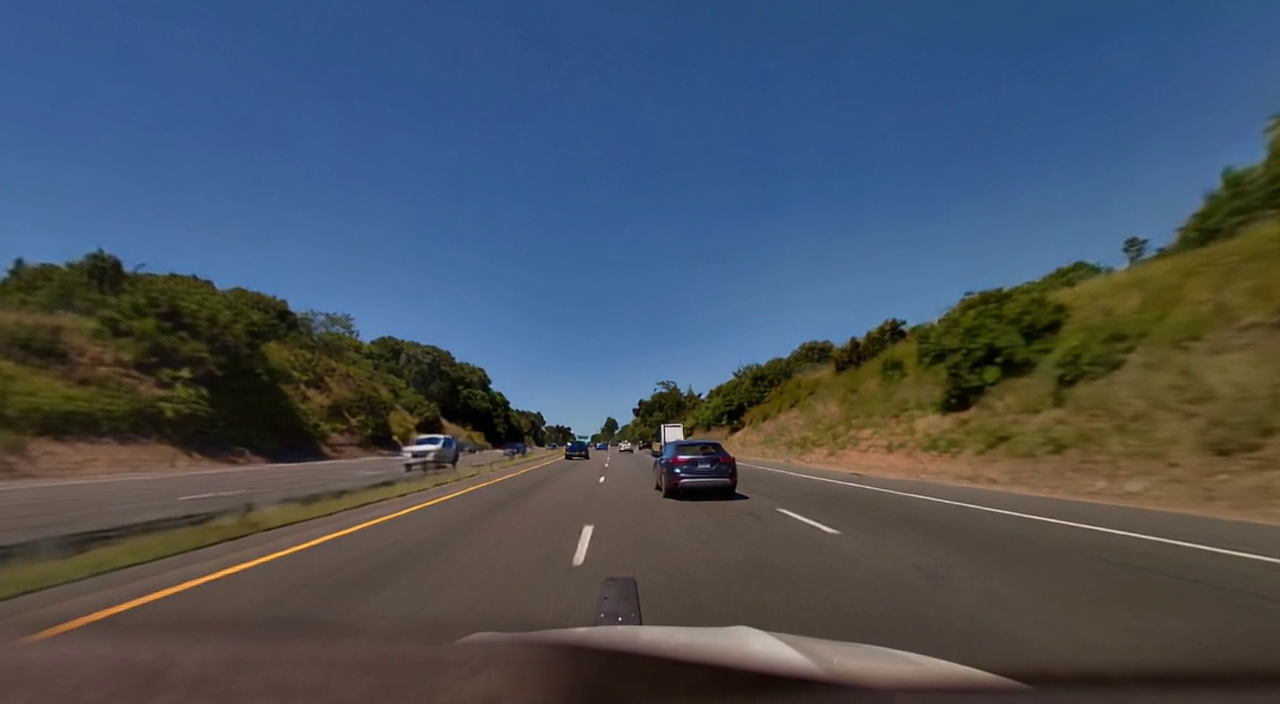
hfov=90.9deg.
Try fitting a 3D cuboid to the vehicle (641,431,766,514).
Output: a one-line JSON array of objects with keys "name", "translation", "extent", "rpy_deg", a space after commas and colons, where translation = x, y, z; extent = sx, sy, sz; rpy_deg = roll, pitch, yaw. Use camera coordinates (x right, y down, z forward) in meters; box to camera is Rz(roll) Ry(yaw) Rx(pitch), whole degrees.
[{"name": "vehicle", "translation": [1.181, 2.548, 14.054], "extent": [1.961, 1.495, 4.743], "rpy_deg": [1, -8, -4]}]

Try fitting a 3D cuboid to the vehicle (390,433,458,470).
[{"name": "vehicle", "translation": [-11.569, 5.337, 34.174], "extent": [2.083, 1.845, 5.012], "rpy_deg": [0, -8, -2]}]

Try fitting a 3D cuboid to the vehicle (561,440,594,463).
[{"name": "vehicle", "translation": [-4.252, 6.851, 43.699], "extent": [2.055, 1.466, 4.317], "rpy_deg": [0, -8, -3]}]
